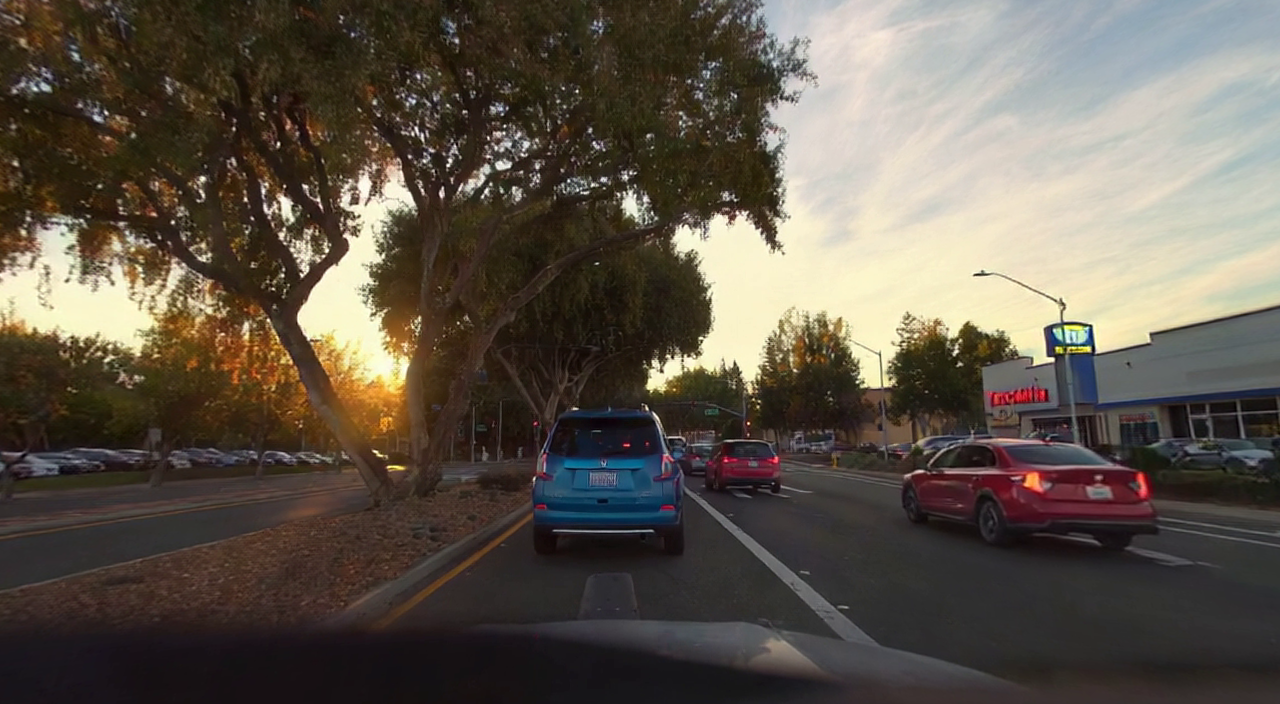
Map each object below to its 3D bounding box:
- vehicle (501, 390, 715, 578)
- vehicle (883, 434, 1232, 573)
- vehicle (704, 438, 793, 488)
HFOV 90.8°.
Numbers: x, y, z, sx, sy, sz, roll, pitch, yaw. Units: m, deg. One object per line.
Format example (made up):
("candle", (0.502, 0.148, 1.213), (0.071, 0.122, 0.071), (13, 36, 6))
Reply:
("vehicle", (-0.290, 1.649, 8.642), (2.096, 1.837, 4.687), (0, -9, 1))
("vehicle", (5.432, 1.993, 9.223), (1.930, 1.478, 4.643), (0, -9, 0))
("vehicle", (3.667, 3.847, 22.285), (2.098, 1.555, 4.778), (0, -9, -2))
